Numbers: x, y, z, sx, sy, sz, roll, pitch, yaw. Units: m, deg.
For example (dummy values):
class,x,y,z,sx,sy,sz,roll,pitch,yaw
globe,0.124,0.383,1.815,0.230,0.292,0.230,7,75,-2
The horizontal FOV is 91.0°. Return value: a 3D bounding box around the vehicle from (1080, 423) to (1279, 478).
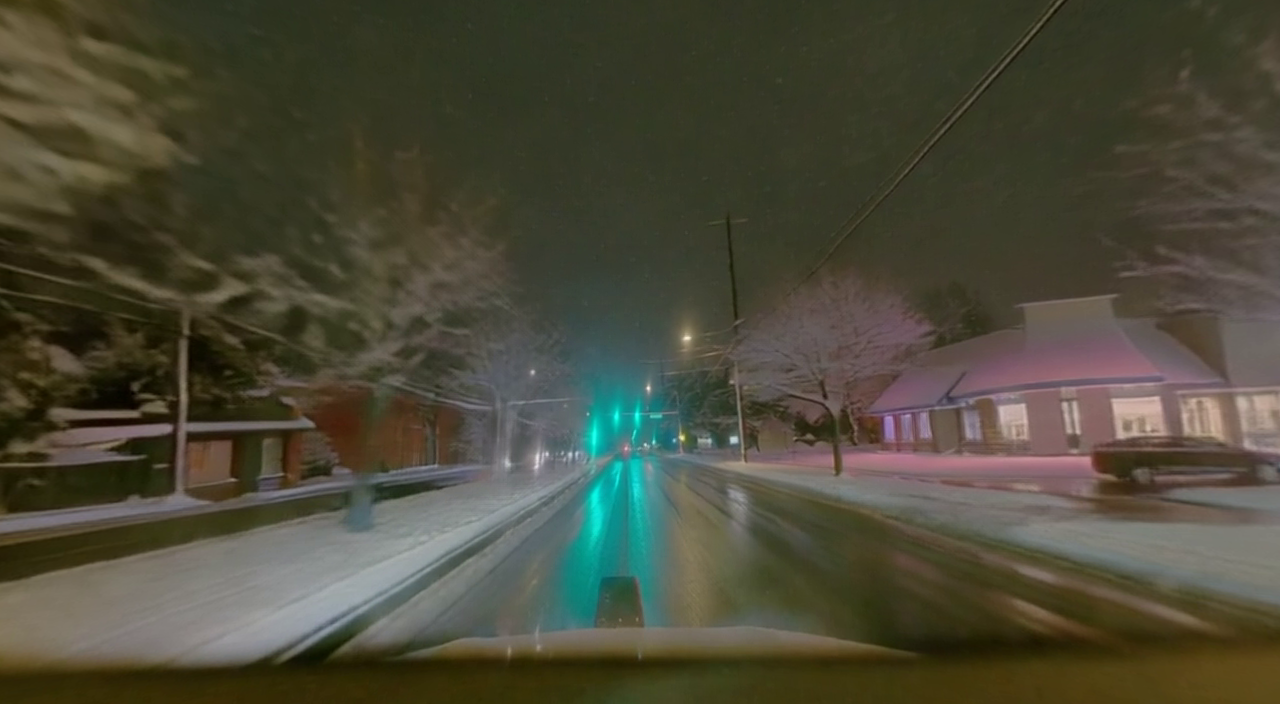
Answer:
class,x,y,z,sx,sy,sz,roll,pitch,yaw
vehicle,16.261,2.930,18.744,4.701,1.500,2.050,-1,-9,0
